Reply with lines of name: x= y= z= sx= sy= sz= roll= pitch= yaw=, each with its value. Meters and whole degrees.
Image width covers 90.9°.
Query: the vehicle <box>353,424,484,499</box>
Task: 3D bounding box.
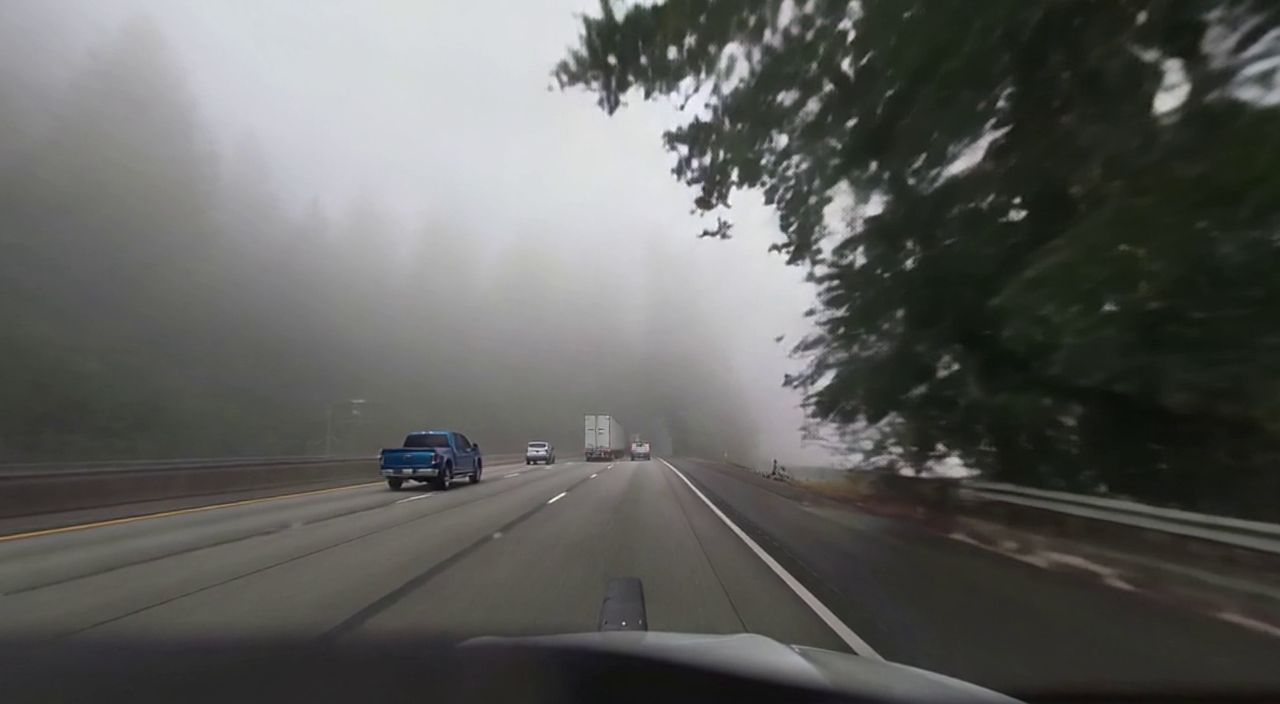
vehicle: x=-6.193 y=3.107 z=18.346 sx=2.149 sy=1.884 sz=4.627 roll=0 pitch=-8 yaw=-1

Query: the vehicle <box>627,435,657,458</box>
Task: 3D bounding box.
vehicle: x=0.134 y=7.072 z=47.044 sx=2.072 sy=1.630 sz=4.529 roll=0 pitch=-8 yaw=0

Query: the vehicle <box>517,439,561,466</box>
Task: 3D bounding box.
vehicle: x=-7.262 y=7.291 z=45.978 sx=2.258 sy=1.785 sz=5.318 roll=0 pitch=-8 yaw=1
